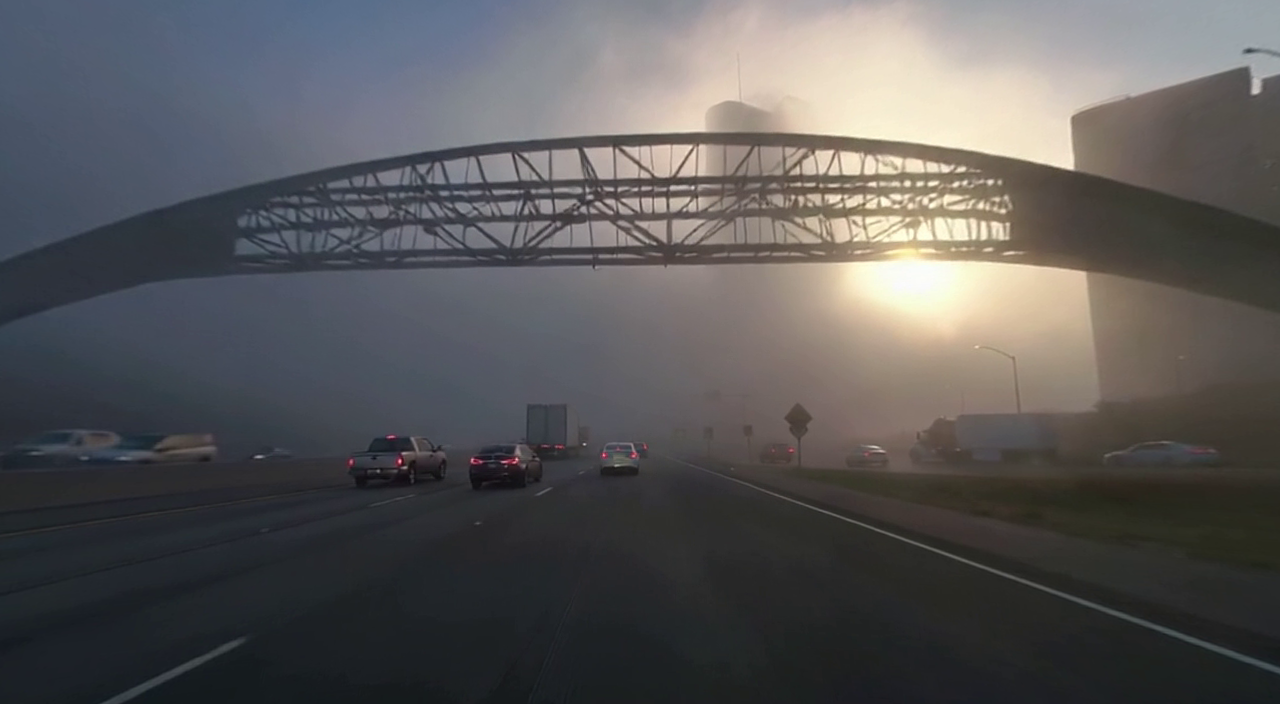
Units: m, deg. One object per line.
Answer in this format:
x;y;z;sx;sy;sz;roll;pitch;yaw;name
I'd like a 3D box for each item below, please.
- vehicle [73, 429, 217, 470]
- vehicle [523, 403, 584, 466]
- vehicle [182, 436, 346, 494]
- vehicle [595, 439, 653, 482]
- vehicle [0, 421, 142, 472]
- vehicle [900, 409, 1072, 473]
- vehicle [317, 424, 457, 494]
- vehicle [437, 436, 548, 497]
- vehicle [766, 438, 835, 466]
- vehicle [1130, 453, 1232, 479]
-23.761;4.721;30.633;2.305;1.755;5.757;0;-8;0;vehicle
-5.054;5.088;38.270;2.955;3.359;8.322;1;-8;-3;vehicle
-11.007;3.318;18.973;1.987;1.495;4.710;0;-8;1;vehicle
-0.558;4.052;23.808;1.991;1.488;3.922;0;-8;0;vehicle
-30.215;4.965;33.332;2.545;2.415;6.150;0;-8;0;vehicle
23.113;6.060;42.727;3.015;3.855;9.519;8;-12;-43;vehicle
-7.455;3.207;19.231;2.190;1.821;4.800;0;-8;1;vehicle
-4.013;3.176;17.910;2.016;1.497;4.235;0;-8;2;vehicle
12.236;7.643;48.458;2.415;1.972;5.572;3;-9;-19;vehicle
32.853;6.918;38.324;4.258;1.498;1.904;0;-8;5;vehicle
